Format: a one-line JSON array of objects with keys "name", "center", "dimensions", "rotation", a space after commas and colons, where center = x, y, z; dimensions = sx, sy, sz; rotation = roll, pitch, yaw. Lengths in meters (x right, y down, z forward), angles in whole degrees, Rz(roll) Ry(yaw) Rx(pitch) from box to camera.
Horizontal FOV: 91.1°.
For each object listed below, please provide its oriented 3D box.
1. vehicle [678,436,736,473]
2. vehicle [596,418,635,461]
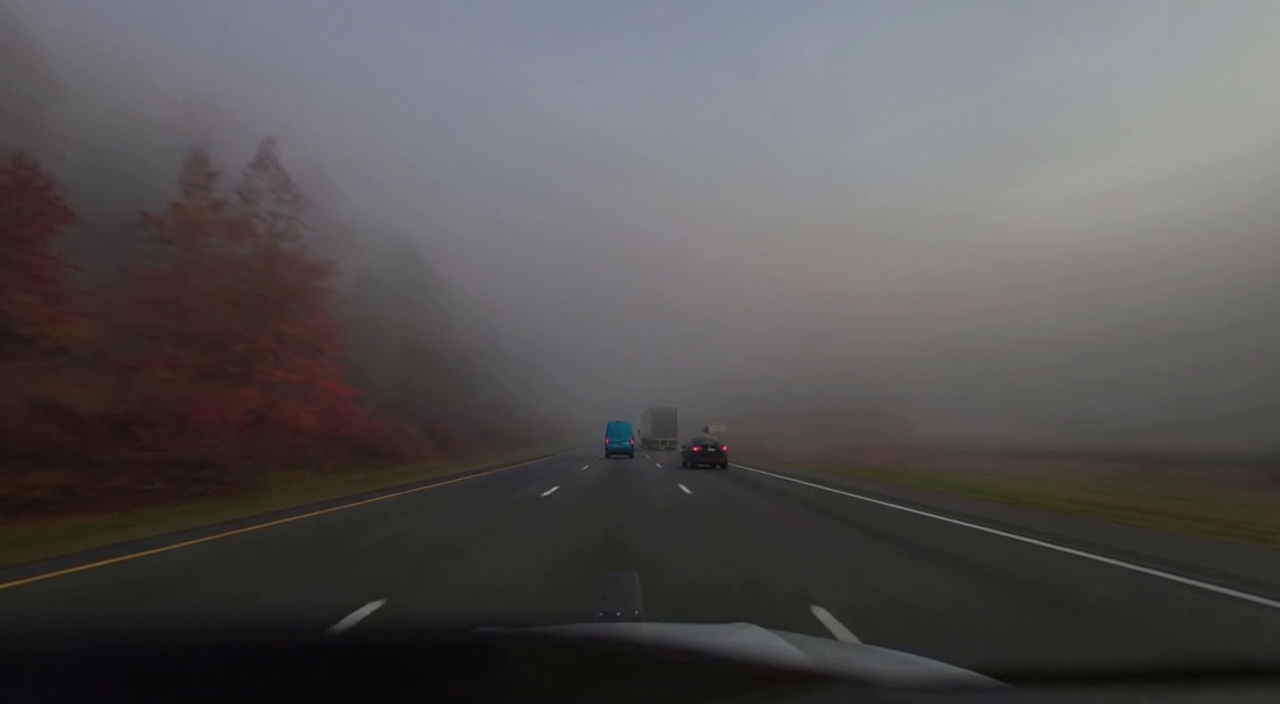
[{"name": "vehicle", "center": [2.878, 4.513, 27.973], "dimensions": [1.962, 1.508, 4.363], "rotation": [0, -8, -2]}, {"name": "vehicle", "center": [-1.536, 5.721, 41.156], "dimensions": [2.389, 2.637, 5.437], "rotation": [0, -8, -1]}]
